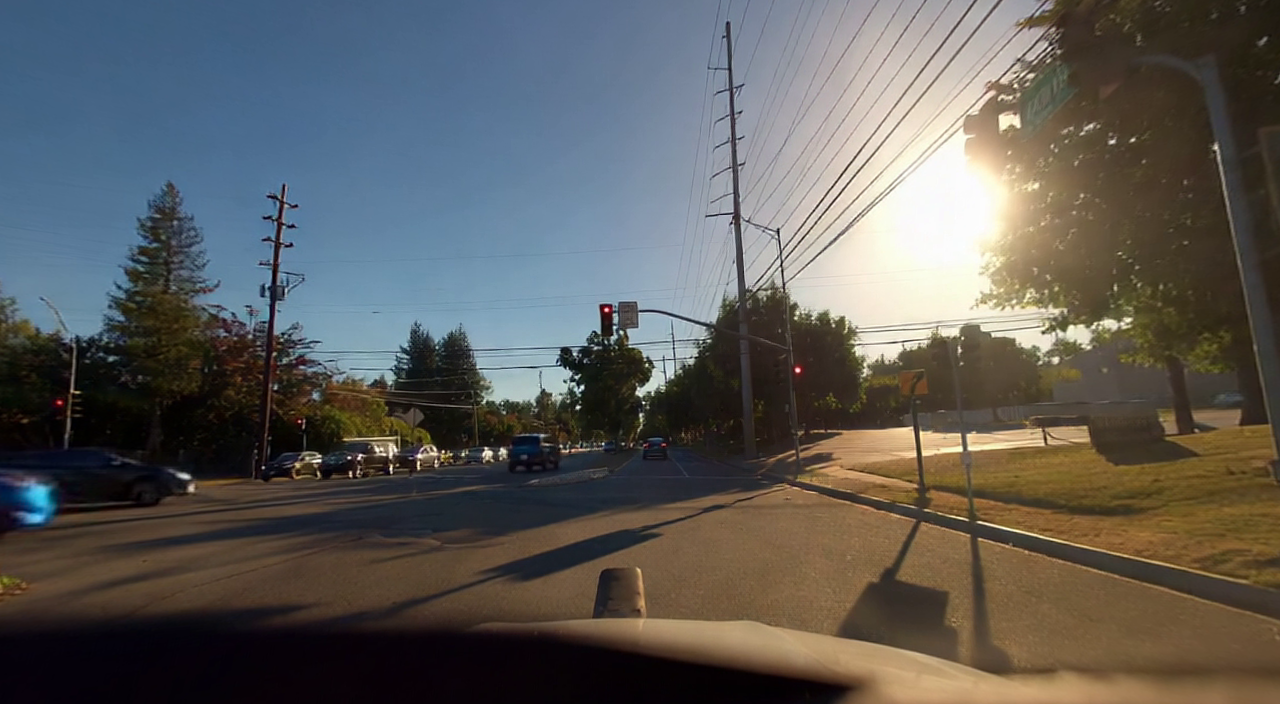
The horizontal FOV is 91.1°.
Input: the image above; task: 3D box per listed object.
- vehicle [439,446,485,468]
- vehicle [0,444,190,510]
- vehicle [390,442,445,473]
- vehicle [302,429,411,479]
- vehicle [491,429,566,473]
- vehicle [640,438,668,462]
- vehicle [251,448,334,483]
[{"bbox_3d":[-12.666,7.452,44.899,1.841,1.477,4.485,-1,-8,2],"label":"vehicle"},{"bbox_3d":[-14.337,3.092,15.928,4.603,1.482,1.904,6,-10,-35],"label":"vehicle"},{"bbox_3d":[-13.233,6.303,37.628,1.772,1.647,4.221,-4,-9,0],"label":"vehicle"},{"bbox_3d":[-13.124,4.767,29.622,2.350,2.104,5.828,0,-8,1],"label":"vehicle"},{"bbox_3d":[-5.435,4.920,31.298,2.175,1.957,4.686,-2,-9,10],"label":"vehicle"},{"bbox_3d":[1.037,7.322,47.152,2.010,1.681,4.682,0,-8,1],"label":"vehicle"},{"bbox_3d":[-17.089,5.605,31.115,1.942,1.477,3.957,-4,-9,-1],"label":"vehicle"}]
